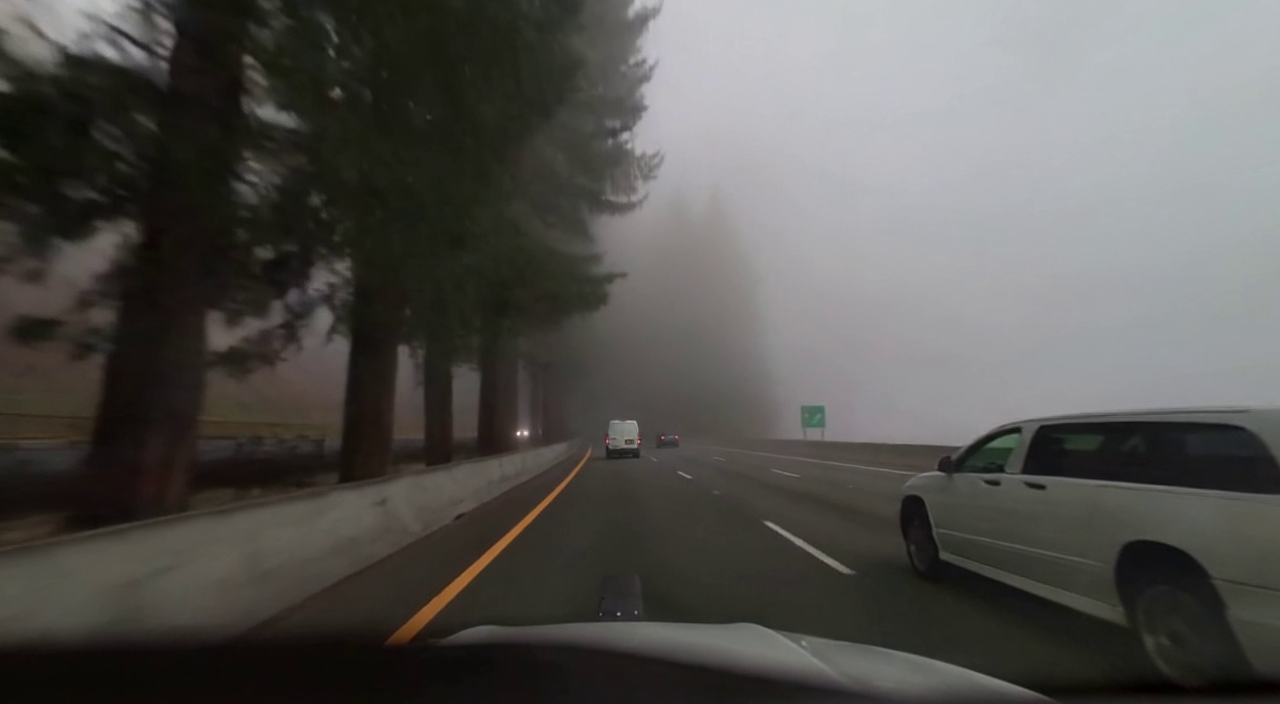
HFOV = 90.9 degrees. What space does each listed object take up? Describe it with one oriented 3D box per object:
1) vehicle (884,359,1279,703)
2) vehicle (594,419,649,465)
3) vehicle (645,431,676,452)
[{"bbox_3d":[3.442,1.052,3.999,2.078,1.600,4.012,0,-8,-1],"label":"vehicle"},{"bbox_3d":[-0.920,4.249,29.911,2.403,1.994,4.683,0,-8,-3],"label":"vehicle"},{"bbox_3d":[1.585,7.024,49.737,1.996,1.589,3.715,1,-8,-5],"label":"vehicle"}]
